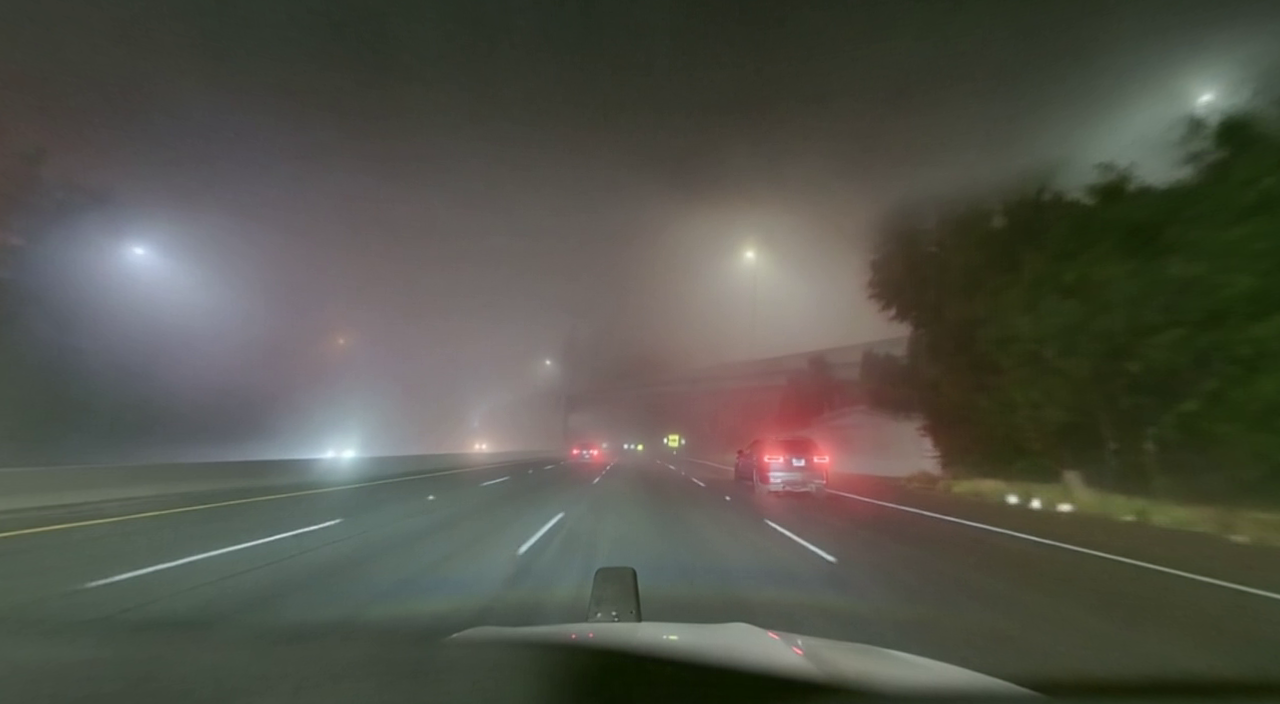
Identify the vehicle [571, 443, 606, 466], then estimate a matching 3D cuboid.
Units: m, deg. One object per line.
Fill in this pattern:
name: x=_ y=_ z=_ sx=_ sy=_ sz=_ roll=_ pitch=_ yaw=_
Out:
vehicle: x=-3.484 y=7.045 z=43.531 sx=2.037 sy=1.514 sz=4.335 roll=0 pitch=-9 yaw=0
